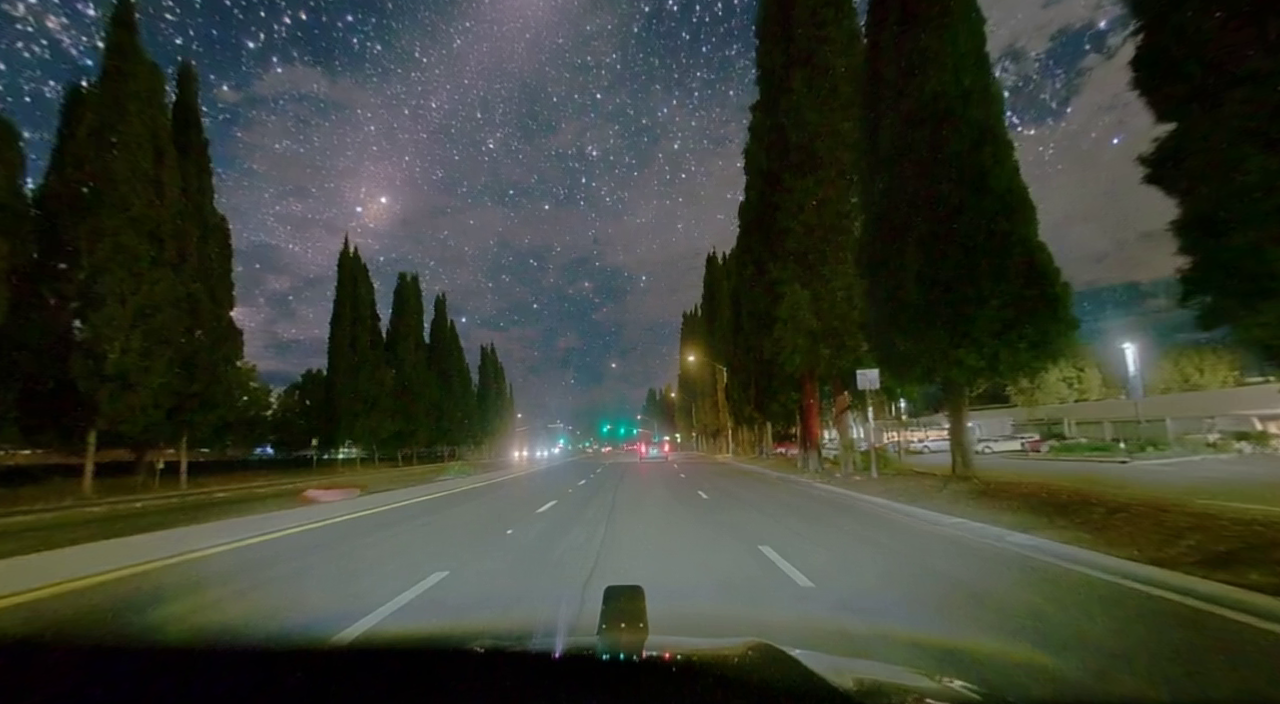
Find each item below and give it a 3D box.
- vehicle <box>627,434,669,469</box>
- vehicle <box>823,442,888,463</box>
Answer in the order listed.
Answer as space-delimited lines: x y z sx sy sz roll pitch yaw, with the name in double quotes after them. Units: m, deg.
0.410 5.283 33.568 2.135 1.691 3.884 0 -9 0 "vehicle"
15.502 7.242 45.422 3.913 1.384 1.893 -1 -8 0 "vehicle"
